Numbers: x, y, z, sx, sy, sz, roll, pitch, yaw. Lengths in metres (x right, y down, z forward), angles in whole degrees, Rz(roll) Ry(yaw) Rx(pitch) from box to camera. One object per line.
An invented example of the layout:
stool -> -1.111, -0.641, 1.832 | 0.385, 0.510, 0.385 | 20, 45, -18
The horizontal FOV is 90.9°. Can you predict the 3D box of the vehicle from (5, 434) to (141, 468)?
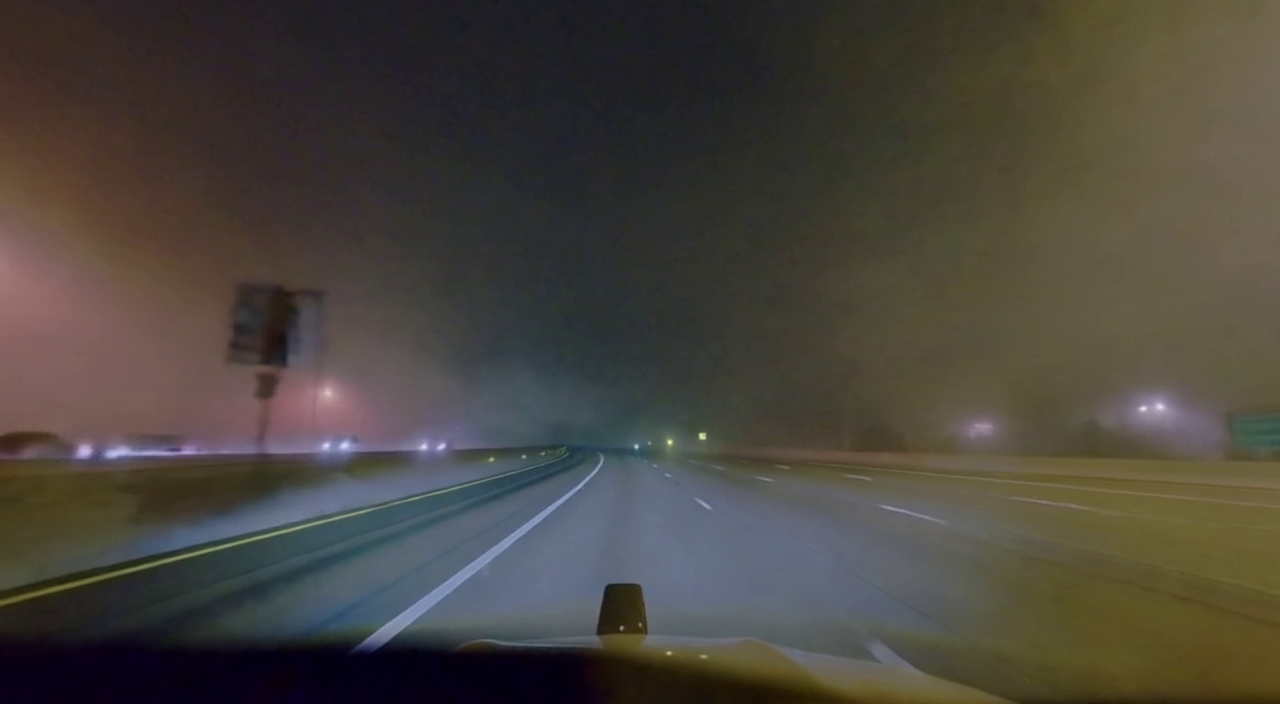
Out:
vehicle -> -26.335, 4.629, 29.592 | 2.027, 1.457, 4.742 | 0, -8, -1
